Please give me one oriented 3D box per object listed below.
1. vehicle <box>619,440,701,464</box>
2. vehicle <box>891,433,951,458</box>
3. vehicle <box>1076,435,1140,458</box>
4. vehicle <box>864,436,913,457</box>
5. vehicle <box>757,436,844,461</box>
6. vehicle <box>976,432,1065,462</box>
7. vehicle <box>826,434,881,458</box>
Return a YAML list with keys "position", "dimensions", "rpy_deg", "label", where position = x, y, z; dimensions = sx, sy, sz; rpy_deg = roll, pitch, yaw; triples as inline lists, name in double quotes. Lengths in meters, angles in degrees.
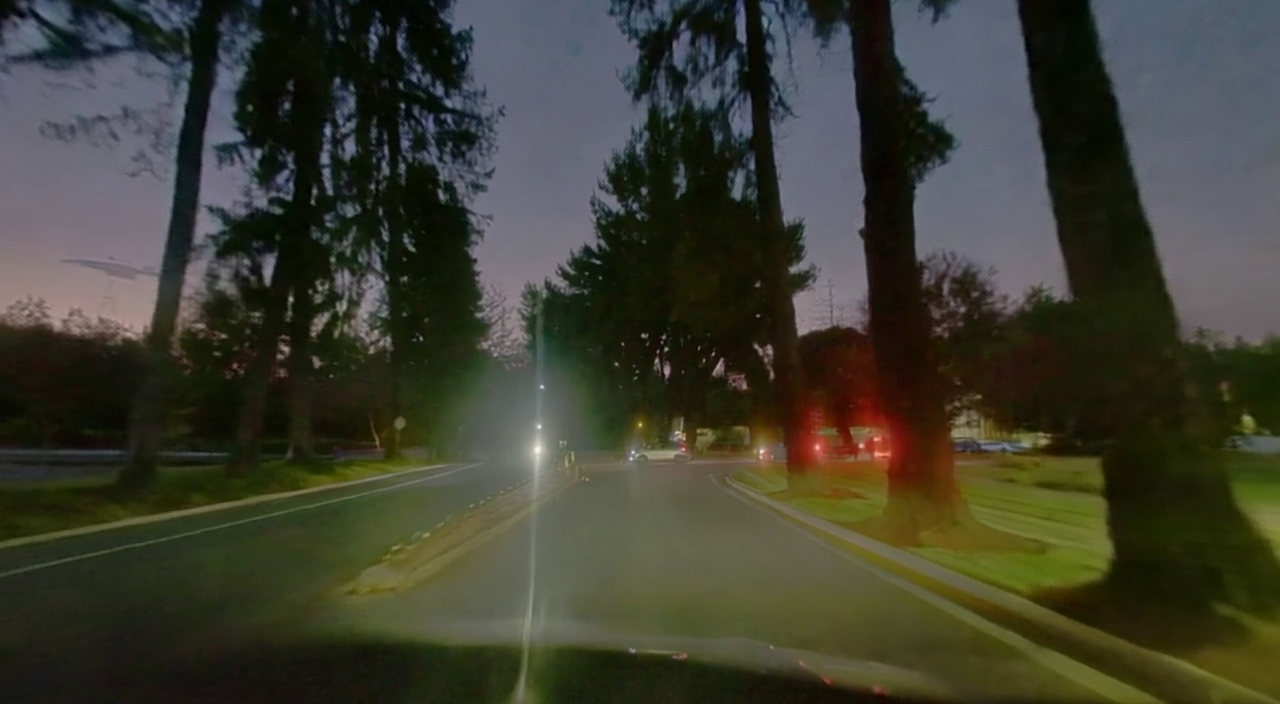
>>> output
- position: [1.309, 6.593, 41.816]
  dimensions: [4.890, 1.478, 2.253]
  rpy_deg: [-6, -10, 31]
  label: "vehicle"
- position: [20.670, 6.895, 46.623]
  dimensions: [2.023, 1.736, 4.227]
  rpy_deg: [1, -8, -8]
  label: "vehicle"
- position: [36.077, 7.301, 48.834]
  dimensions: [1.790, 1.665, 3.807]
  rpy_deg: [1, -8, -4]
  label: "vehicle"
- position: [17.942, 6.858, 45.729]
  dimensions: [1.673, 1.436, 3.700]
  rpy_deg: [1, -8, -8]
  label: "vehicle"
- position: [10.088, 6.106, 39.983]
  dimensions: [4.870, 1.507, 2.073]
  rpy_deg: [-1, -8, 0]
  label: "vehicle"
- position: [21.107, 5.297, 35.113]
  dimensions: [3.830, 1.429, 1.890]
  rpy_deg: [4, -10, -10]
  label: "vehicle"
- position: [15.449, 6.863, 46.064]
  dimensions: [2.073, 1.642, 4.468]
  rpy_deg: [0, -8, -6]
  label: "vehicle"
